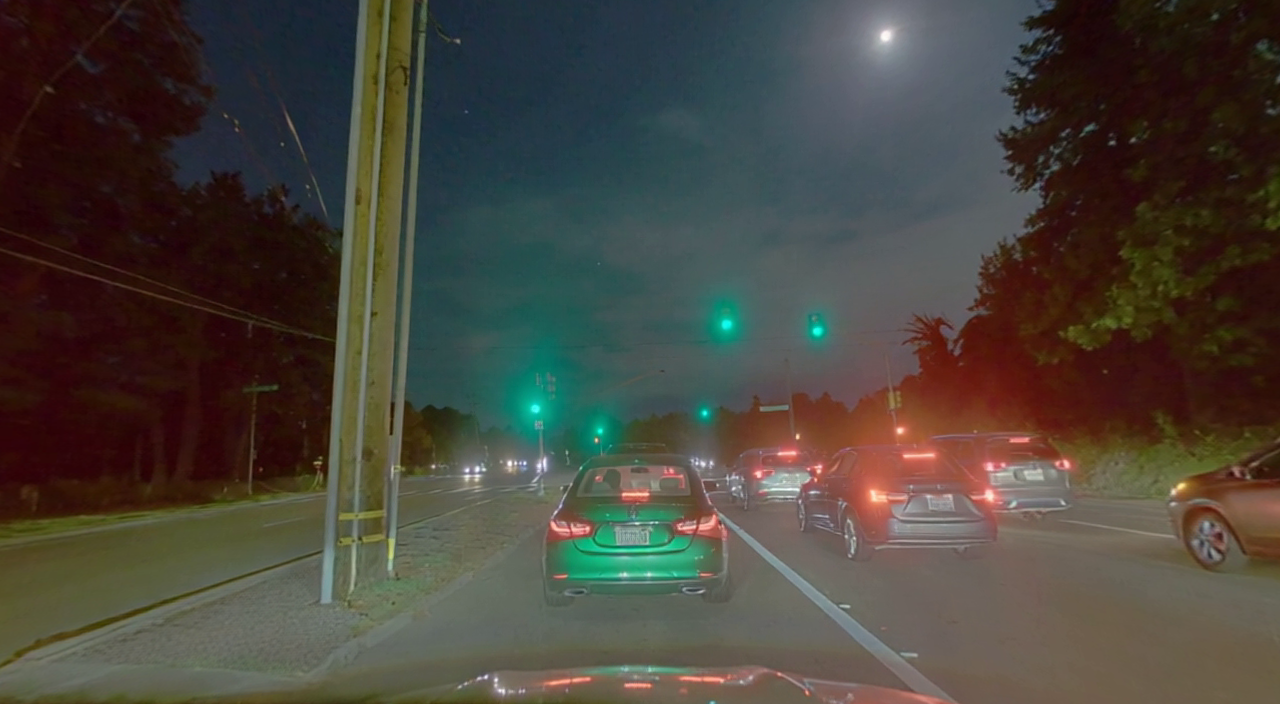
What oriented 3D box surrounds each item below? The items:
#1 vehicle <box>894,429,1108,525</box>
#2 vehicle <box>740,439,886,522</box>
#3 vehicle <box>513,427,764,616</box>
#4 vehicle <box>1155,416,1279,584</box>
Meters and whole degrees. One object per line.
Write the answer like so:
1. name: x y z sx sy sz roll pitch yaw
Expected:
1. vehicle: 7.015 2.464 12.891 1.923 1.611 4.094 0 -9 0
2. vehicle: 3.538 2.716 13.830 1.934 1.494 4.446 0 -9 0
3. vehicle: 0.008 1.680 7.100 2.015 1.502 3.898 0 -9 1
4. vehicle: 6.927 1.339 5.582 1.783 1.572 3.421 0 -9 1
